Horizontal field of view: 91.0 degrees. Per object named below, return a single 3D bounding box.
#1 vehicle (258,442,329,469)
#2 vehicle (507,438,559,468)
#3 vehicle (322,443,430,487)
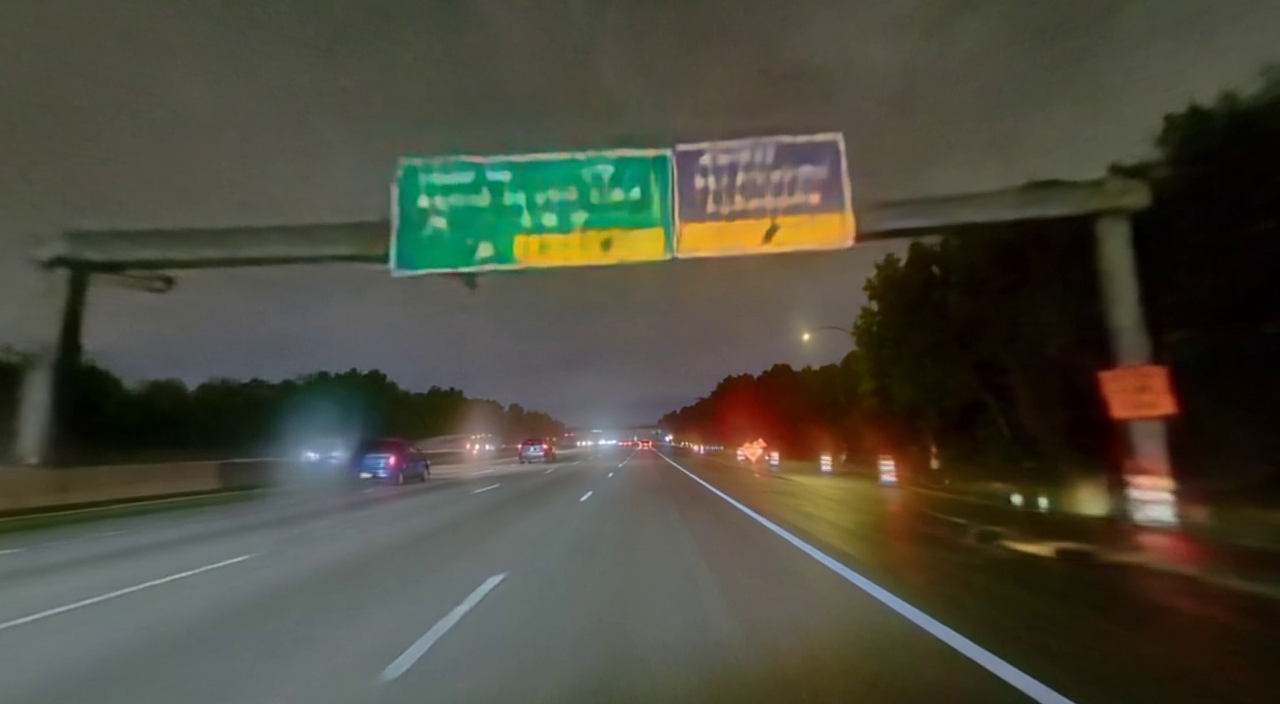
[{"bbox_3d":[-22.542,6.735,41.165,2.146,1.664,4.276,0,-9,0],"label":"vehicle"},{"bbox_3d":[-6.560,6.294,39.217,2.402,1.733,4.512,0,-9,1],"label":"vehicle"},{"bbox_3d":[-9.864,4.236,24.032,2.122,1.511,4.576,0,-9,0],"label":"vehicle"}]
